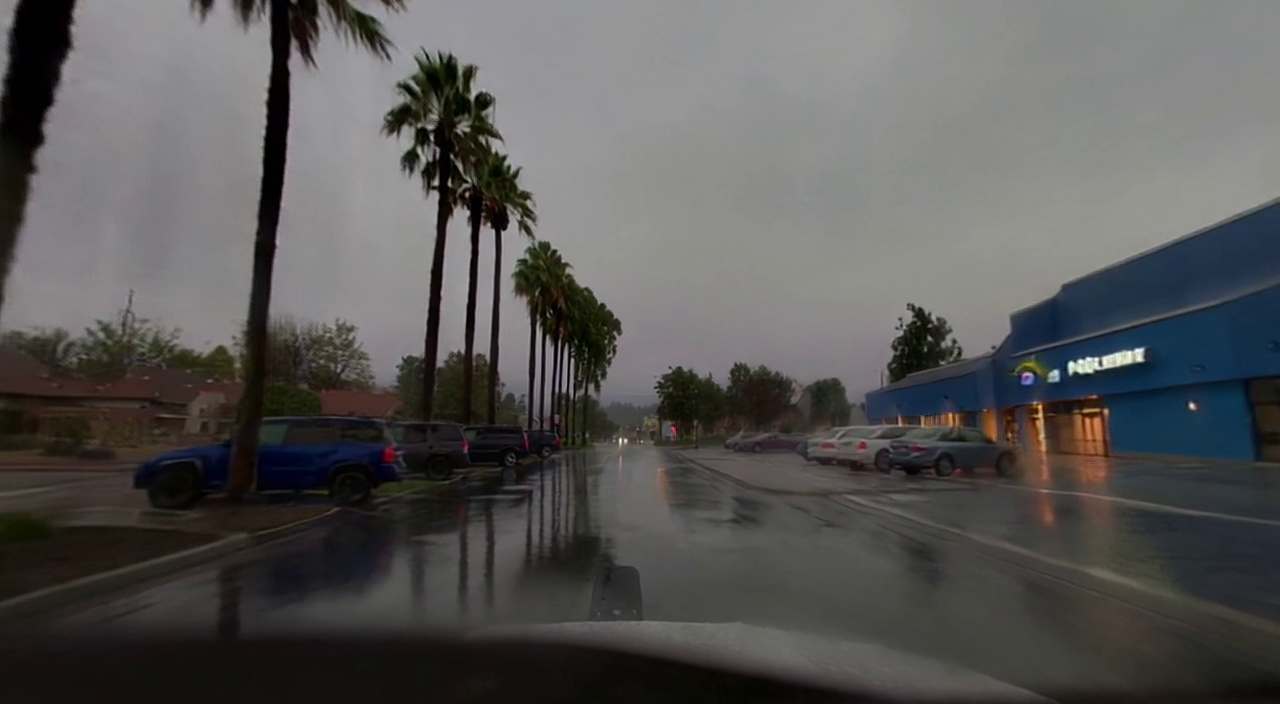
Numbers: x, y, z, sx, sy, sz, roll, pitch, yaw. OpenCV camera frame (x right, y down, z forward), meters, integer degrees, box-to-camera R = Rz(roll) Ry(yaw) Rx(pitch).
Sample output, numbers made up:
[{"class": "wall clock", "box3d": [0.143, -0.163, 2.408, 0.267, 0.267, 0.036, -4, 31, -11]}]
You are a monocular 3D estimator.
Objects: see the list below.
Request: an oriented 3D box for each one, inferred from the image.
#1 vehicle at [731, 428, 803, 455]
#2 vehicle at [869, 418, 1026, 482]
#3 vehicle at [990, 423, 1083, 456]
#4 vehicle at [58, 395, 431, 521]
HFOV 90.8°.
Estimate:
[{"class": "vehicle", "box3d": [9.011, 6.417, 44.828, 4.758, 1.759, 2.068, 5, -11, -27]}, {"class": "vehicle", "box3d": [9.597, 3.037, 19.670, 4.509, 1.759, 2.077, 5, -10, -29]}, {"class": "vehicle", "box3d": [21.530, 4.800, 34.507, 4.120, 1.659, 1.894, -5, -10, 29]}, {"class": "vehicle", "box3d": [-6.810, 1.899, 11.624, 5.210, 1.834, 2.281, 5, -10, -29]}]
